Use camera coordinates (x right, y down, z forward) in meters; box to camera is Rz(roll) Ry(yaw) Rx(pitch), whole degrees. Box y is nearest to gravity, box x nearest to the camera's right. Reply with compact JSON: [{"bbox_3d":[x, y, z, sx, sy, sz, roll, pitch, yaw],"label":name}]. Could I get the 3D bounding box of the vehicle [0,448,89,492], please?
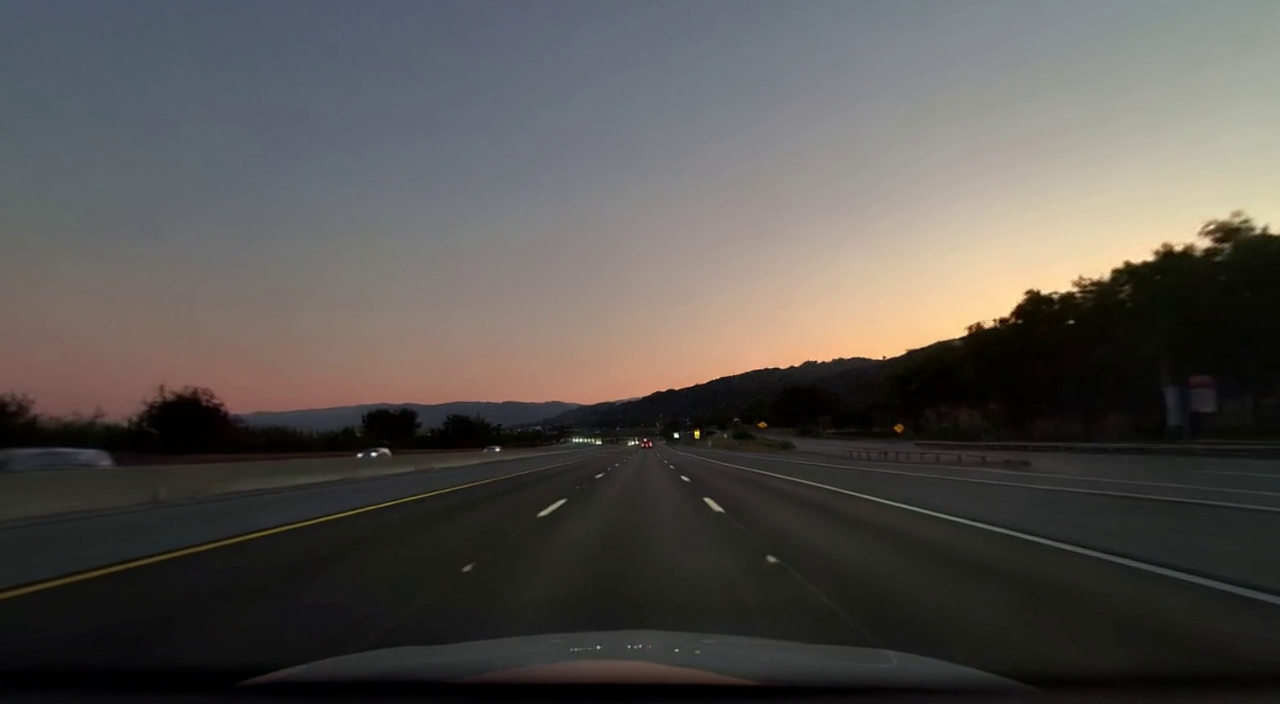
[{"bbox_3d":[-26.917,4.985,26.887,1.972,1.727,5.254,0,-8,1],"label":"vehicle"}]
